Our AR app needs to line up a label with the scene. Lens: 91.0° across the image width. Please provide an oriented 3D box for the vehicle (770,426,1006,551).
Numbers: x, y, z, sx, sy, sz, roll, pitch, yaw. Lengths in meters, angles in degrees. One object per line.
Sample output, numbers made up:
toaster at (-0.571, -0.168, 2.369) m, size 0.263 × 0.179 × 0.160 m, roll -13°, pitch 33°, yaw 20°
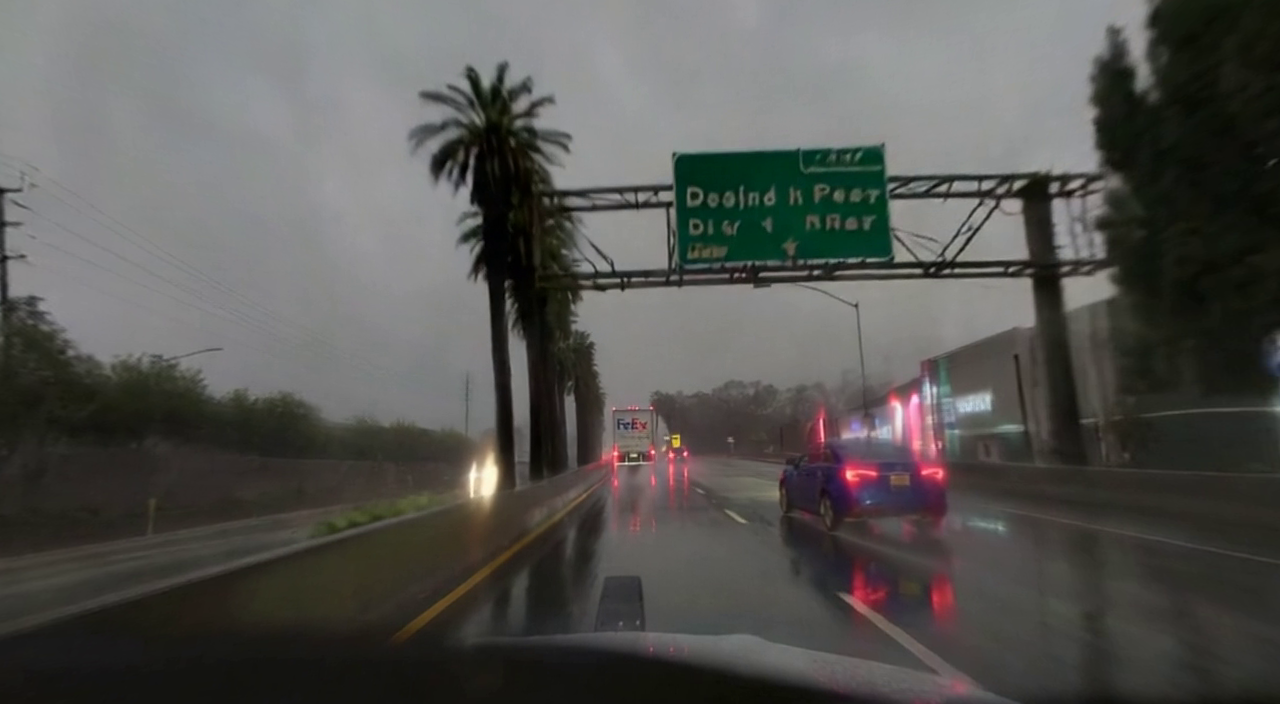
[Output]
vehicle at (3.578, 2.052, 10.118) m, size 1.966 × 1.558 × 4.238 m, roll 0°, pitch -9°, yaw -1°
